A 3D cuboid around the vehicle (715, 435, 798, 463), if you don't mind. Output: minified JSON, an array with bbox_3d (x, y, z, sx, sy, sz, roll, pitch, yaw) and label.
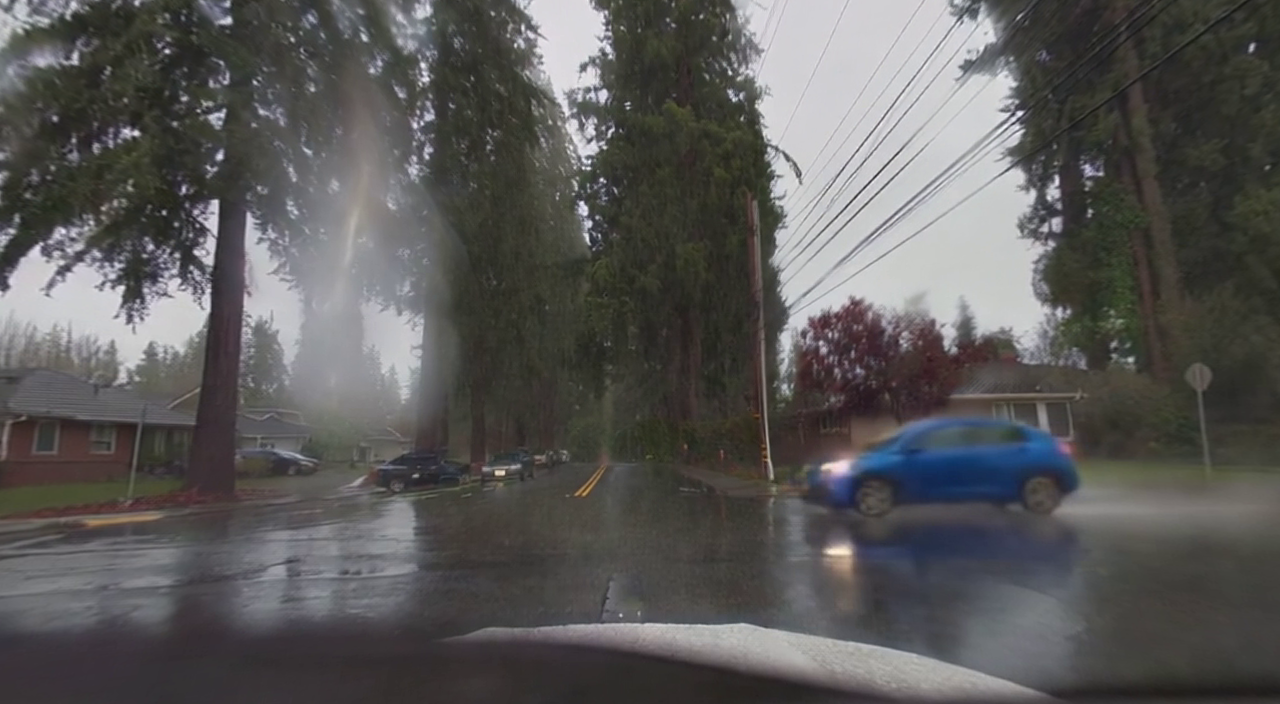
[{"bbox_3d":[7.262,6.062,39.646,4.784,1.647,1.947,0,-8,-5],"label":"vehicle"}]

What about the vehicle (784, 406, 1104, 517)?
[{"bbox_3d":[5.386,1.994,11.773,4.809,1.834,2.181,0,-8,-2],"label":"vehicle"}]
